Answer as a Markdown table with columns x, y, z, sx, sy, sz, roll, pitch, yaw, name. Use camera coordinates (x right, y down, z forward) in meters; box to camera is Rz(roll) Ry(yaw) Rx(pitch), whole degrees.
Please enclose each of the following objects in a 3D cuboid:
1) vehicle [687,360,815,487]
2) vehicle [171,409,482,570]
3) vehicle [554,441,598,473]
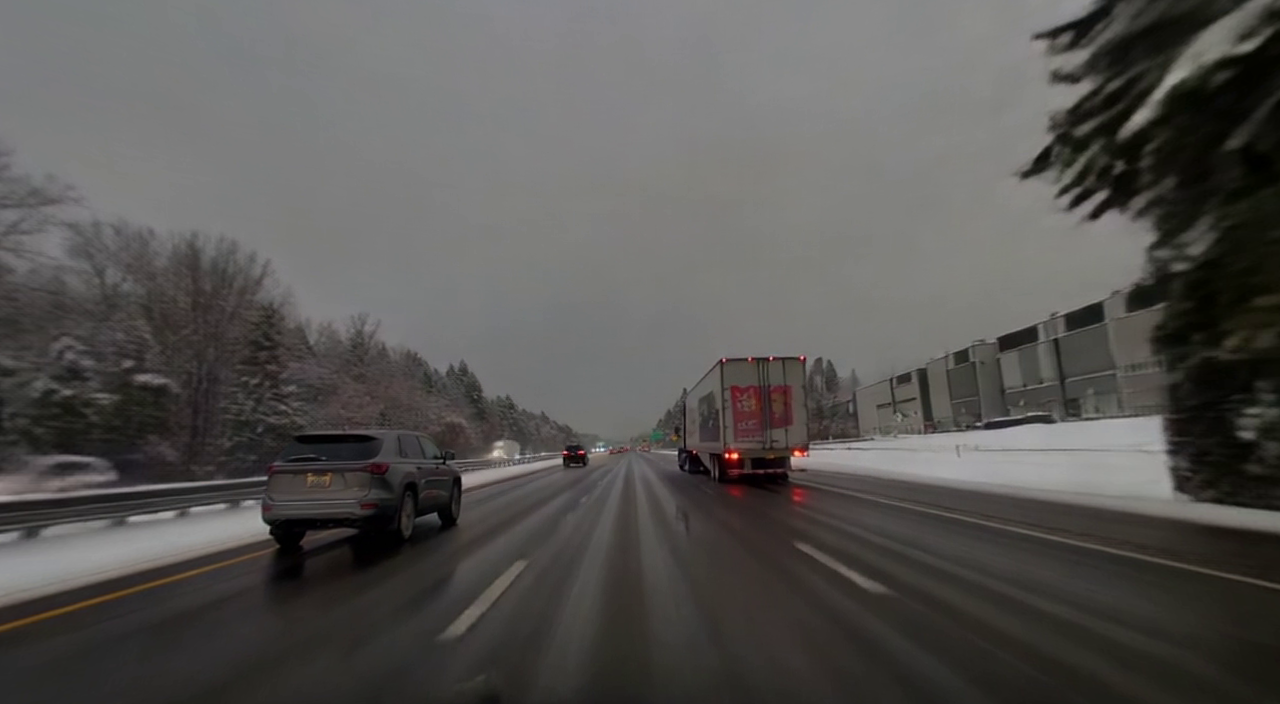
| x | y | z | sx | sy | sz | roll | pitch | yaw | name |
| --- | --- | --- | --- | --- | --- | --- | --- | --- | --- |
| 4.208 | 3.439 | 28.018 | 2.998 | 4.236 | 13.886 | 0 | -9 | -1 | vehicle |
| -4.079 | 1.893 | 9.371 | 2.202 | 1.760 | 4.617 | 0 | -9 | 0 | vehicle |
| -3.656 | 6.131 | 36.795 | 2.139 | 1.716 | 4.530 | 0 | -9 | 0 | vehicle |
